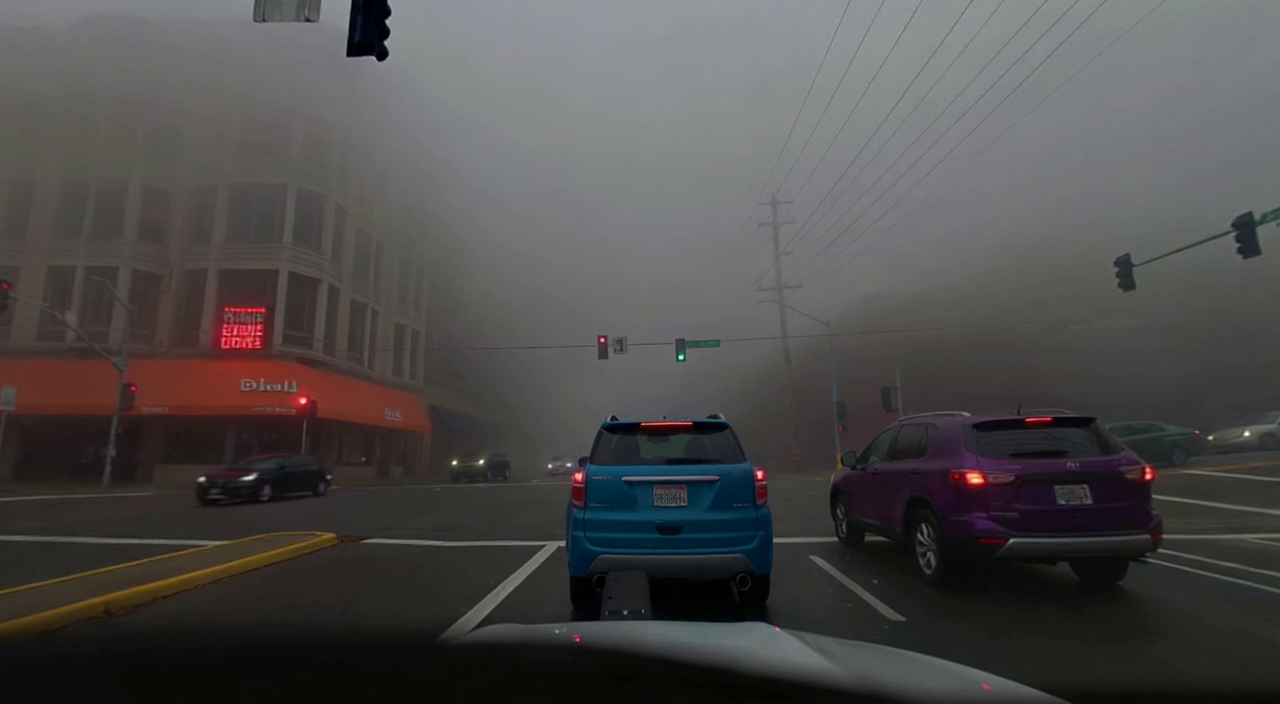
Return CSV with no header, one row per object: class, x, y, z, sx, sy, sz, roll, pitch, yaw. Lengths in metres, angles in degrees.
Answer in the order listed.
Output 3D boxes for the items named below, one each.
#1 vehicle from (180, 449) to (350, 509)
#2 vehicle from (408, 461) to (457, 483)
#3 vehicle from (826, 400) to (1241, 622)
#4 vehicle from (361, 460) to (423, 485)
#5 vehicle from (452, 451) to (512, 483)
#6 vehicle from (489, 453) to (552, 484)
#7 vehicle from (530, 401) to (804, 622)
vehicle,-10.706,3.624,18.532,1.911,1.461,4.691,-1,-8,4
vehicle,-15.486,8.956,47.265,1.875,1.475,4.449,-1,-8,5
vehicle,3.612,1.516,6.961,1.976,1.664,4.189,-1,-8,2
vehicle,-16.209,7.852,41.457,1.872,1.433,4.404,-1,-8,6
vehicle,-9.447,6.905,38.201,2.029,1.776,4.711,-1,-8,6
vehicle,-6.202,6.095,33.263,2.017,1.468,4.663,-1,-8,5
vehicle,0.261,1.503,6.816,2.098,1.682,3.778,0,-8,2
